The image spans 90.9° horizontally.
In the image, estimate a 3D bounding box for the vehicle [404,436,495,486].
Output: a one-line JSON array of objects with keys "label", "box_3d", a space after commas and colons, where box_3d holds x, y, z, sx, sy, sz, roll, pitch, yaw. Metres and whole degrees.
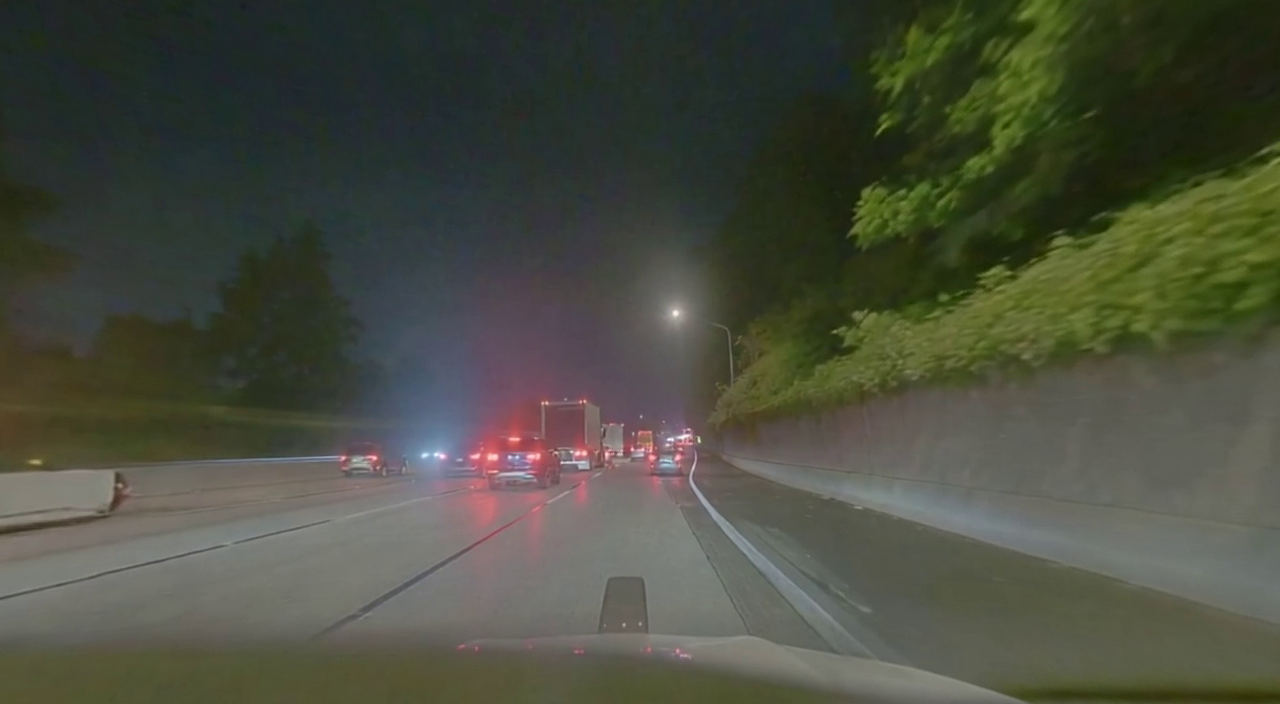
[{"label": "vehicle", "box_3d": [-7.312, 4.217, 24.733, 2.039, 1.769, 4.552, -1, -8, 2]}]

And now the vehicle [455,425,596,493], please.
[{"label": "vehicle", "box_3d": [-3.864, 4.225, 25.956, 3.050, 1.964, 15.030, 0, -8, 0]}]

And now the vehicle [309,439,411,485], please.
[{"label": "vehicle", "box_3d": [-11.575, 4.564, 26.505, 2.073, 1.722, 4.664, 0, -8, 1]}]

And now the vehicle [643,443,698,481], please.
[{"label": "vehicle", "box_3d": [1.321, 4.723, 27.374, 2.176, 1.493, 3.955, -1, -8, 3]}]

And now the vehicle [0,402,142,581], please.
[{"label": "vehicle", "box_3d": [-7.759, 1.358, 5.879, 2.231, 1.827, 4.824, -1, -8, 1]}]
